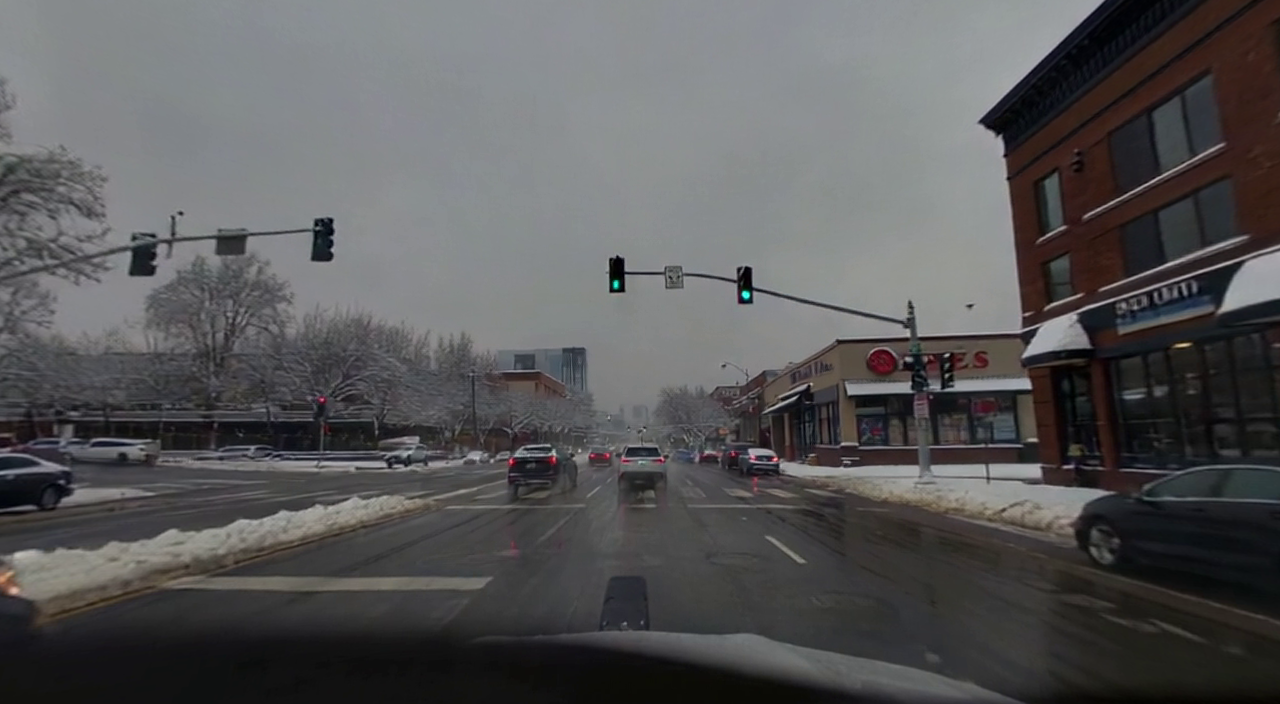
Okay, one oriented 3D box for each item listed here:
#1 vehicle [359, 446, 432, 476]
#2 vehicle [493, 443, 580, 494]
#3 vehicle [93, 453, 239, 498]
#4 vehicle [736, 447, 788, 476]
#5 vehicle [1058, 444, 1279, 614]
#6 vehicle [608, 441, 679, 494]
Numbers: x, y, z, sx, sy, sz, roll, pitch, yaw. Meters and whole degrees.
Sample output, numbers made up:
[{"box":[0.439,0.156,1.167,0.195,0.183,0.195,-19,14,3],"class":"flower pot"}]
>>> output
[{"box":[-14.893,6.630,38.715,2.161,1.704,4.554,-1,-9,8],"class":"vehicle"},{"box":[-3.236,3.722,20.553,1.950,1.450,4.257,-1,-8,2],"class":"vehicle"},{"box":[-18.023,4.621,23.953,5.163,1.510,2.174,-4,-9,26],"class":"vehicle"},{"box":[6.688,6.040,34.992,1.944,1.462,4.406,0,-8,0],"class":"vehicle"},{"box":[6.470,1.597,5.911,1.899,1.453,4.610,0,-8,0],"class":"vehicle"},{"box":[0.115,3.638,20.243,2.037,1.484,4.073,0,-8,1],"class":"vehicle"}]
